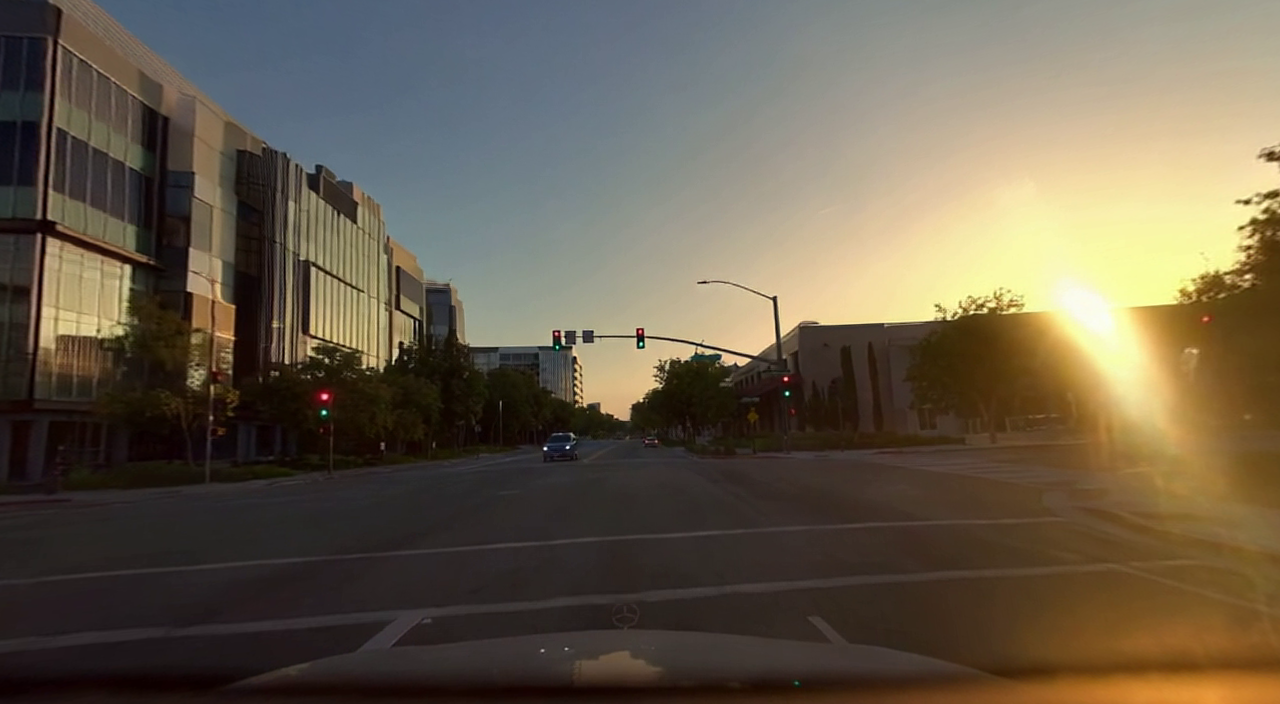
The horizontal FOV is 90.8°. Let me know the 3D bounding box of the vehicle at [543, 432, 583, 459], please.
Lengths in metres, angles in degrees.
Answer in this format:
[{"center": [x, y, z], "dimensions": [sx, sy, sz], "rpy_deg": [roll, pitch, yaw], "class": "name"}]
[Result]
[{"center": [-4.921, 6.051, 40.886], "dimensions": [1.988, 1.666, 4.074], "rpy_deg": [0, -8, 1], "class": "vehicle"}]
